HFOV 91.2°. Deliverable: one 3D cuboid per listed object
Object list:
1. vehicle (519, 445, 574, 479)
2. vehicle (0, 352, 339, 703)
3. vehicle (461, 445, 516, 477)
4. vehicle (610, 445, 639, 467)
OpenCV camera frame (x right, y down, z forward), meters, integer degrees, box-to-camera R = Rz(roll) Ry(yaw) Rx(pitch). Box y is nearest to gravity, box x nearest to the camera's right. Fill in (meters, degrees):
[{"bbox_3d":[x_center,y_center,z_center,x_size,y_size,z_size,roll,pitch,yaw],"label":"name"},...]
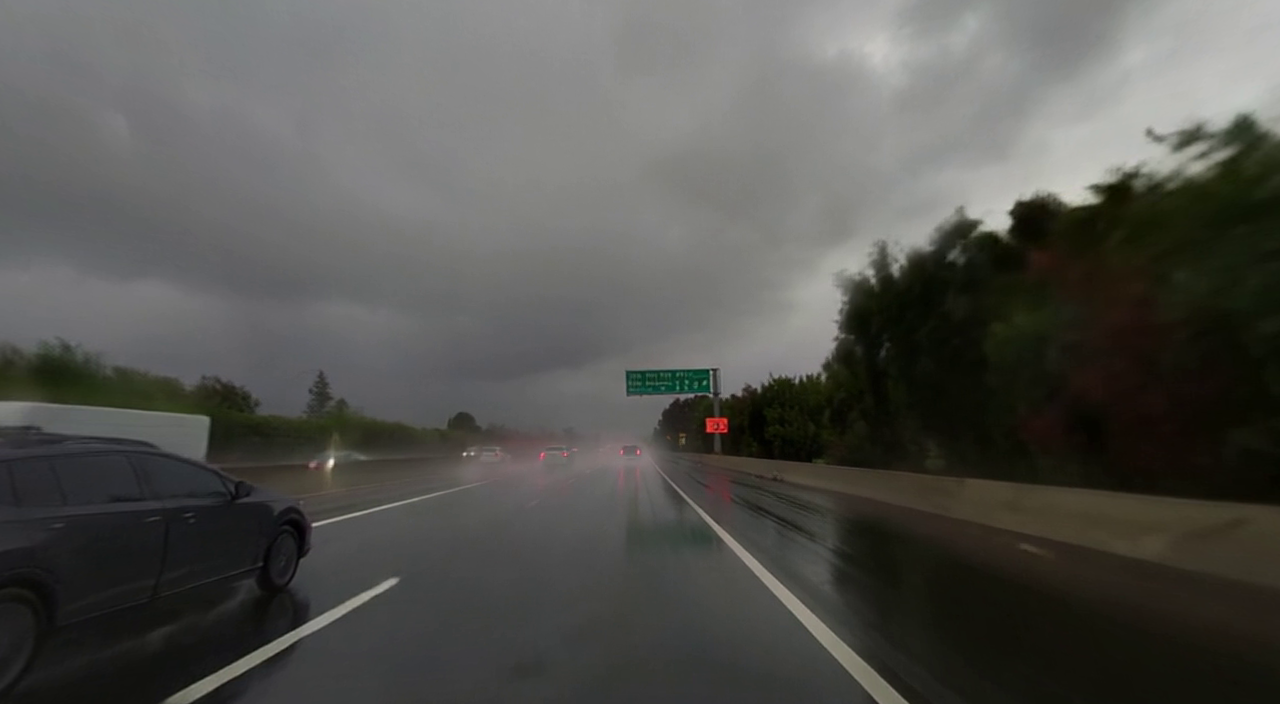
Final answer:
[{"bbox_3d":[-4.334,5.146,29.553,1.988,1.477,4.118,0,-9,-1],"label":"vehicle"},{"bbox_3d":[-4.012,1.046,3.823,2.074,1.779,4.588,0,-9,-1],"label":"vehicle"},{"bbox_3d":[-7.800,5.638,32.596,1.936,1.516,3.904,0,-9,0],"label":"vehicle"},{"bbox_3d":[-1.099,7.498,45.194,2.023,1.479,3.718,0,-9,-1],"label":"vehicle"}]
